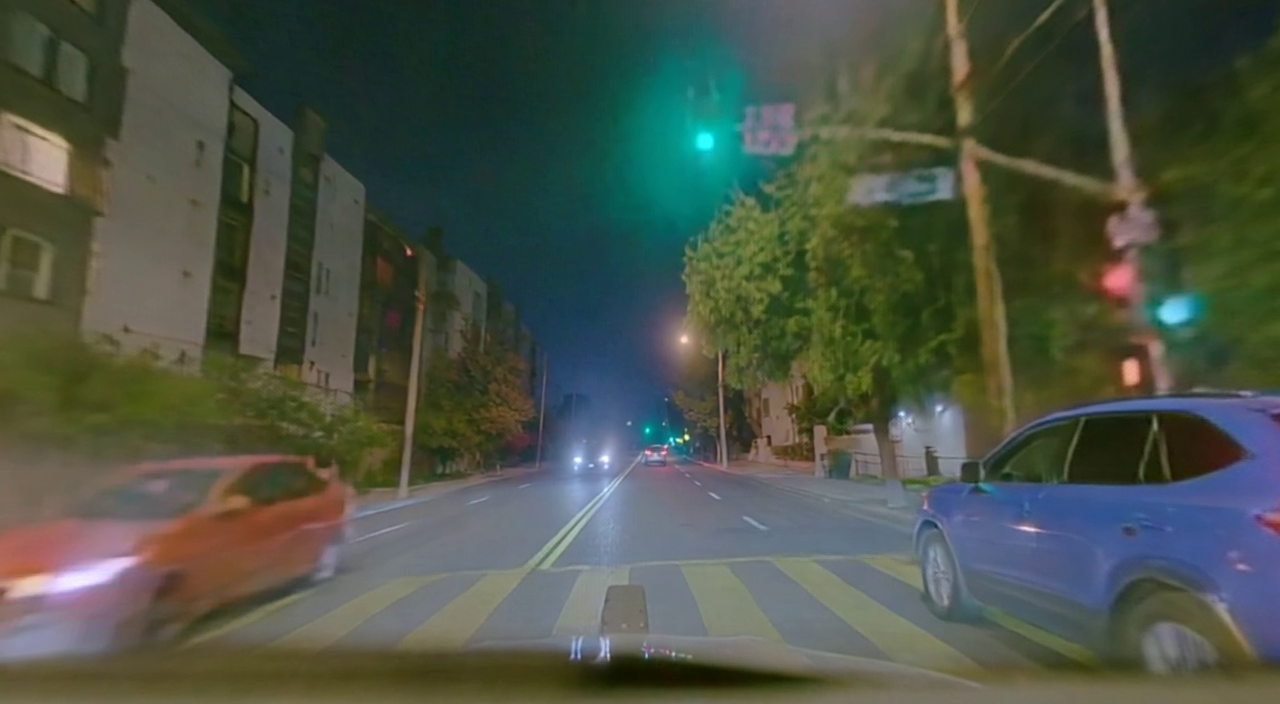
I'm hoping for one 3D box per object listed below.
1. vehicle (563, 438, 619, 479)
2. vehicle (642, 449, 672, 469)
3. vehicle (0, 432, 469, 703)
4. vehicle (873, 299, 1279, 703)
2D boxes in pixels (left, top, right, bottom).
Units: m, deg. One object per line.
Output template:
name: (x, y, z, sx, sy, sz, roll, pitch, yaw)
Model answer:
vehicle: (-2.586, 5.836, 34.894, 2.469, 2.023, 5.896, 0, -9, 1)
vehicle: (1.238, 8.032, 47.473, 2.097, 1.463, 4.043, 0, -9, 0)
vehicle: (-3.091, 1.495, 5.386, 2.170, 1.513, 4.270, 0, -9, -2)
vehicle: (3.335, 0.984, 3.726, 2.130, 1.863, 4.844, 0, -9, 1)
